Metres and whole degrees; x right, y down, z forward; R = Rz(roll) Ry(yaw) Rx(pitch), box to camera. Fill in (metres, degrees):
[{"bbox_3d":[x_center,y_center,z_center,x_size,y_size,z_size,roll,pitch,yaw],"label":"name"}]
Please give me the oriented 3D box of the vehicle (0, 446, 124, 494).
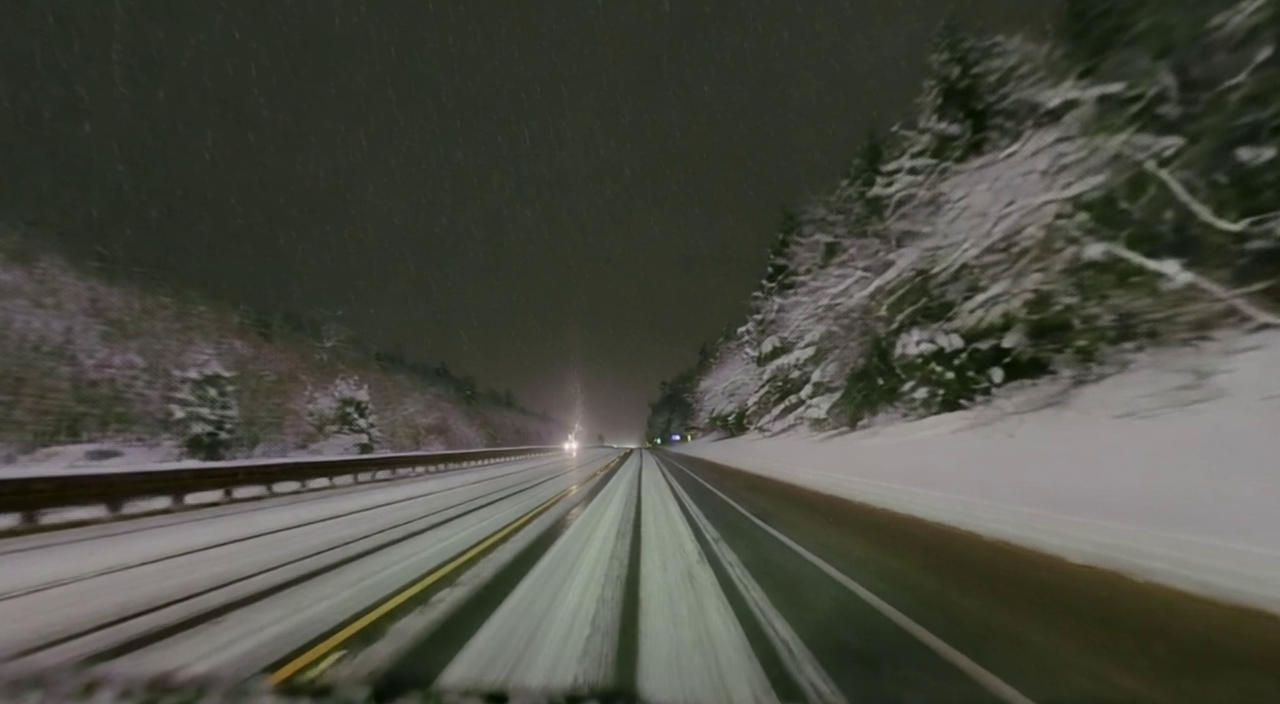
[{"bbox_3d":[-22.469,4.348,23.729,1.956,1.580,4.639,0,-8,1],"label":"vehicle"}]
